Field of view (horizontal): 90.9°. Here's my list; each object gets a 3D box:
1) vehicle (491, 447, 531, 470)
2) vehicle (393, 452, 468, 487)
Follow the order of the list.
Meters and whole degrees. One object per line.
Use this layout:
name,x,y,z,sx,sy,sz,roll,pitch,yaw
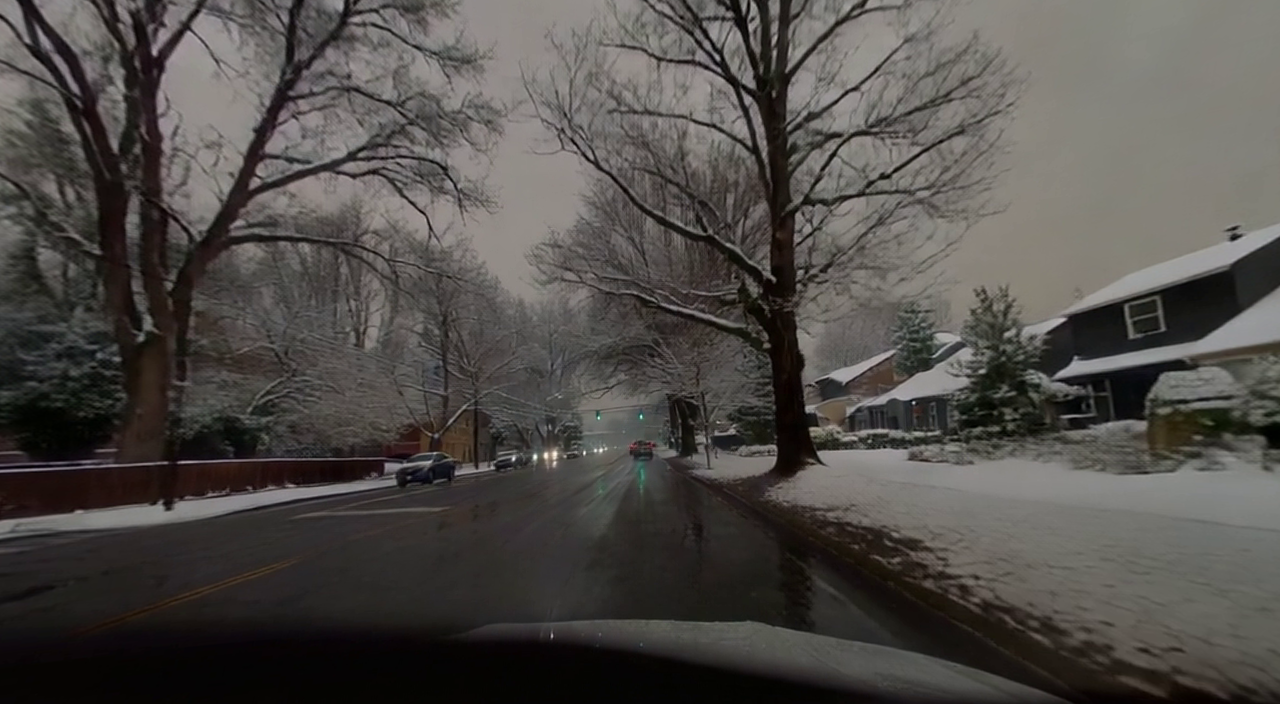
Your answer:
vehicle,-10.074,8.313,49.469,1.995,1.657,4.609,-1,-8,3
vehicle,-9.881,5.558,30.176,1.892,1.484,4.576,0,-8,2
